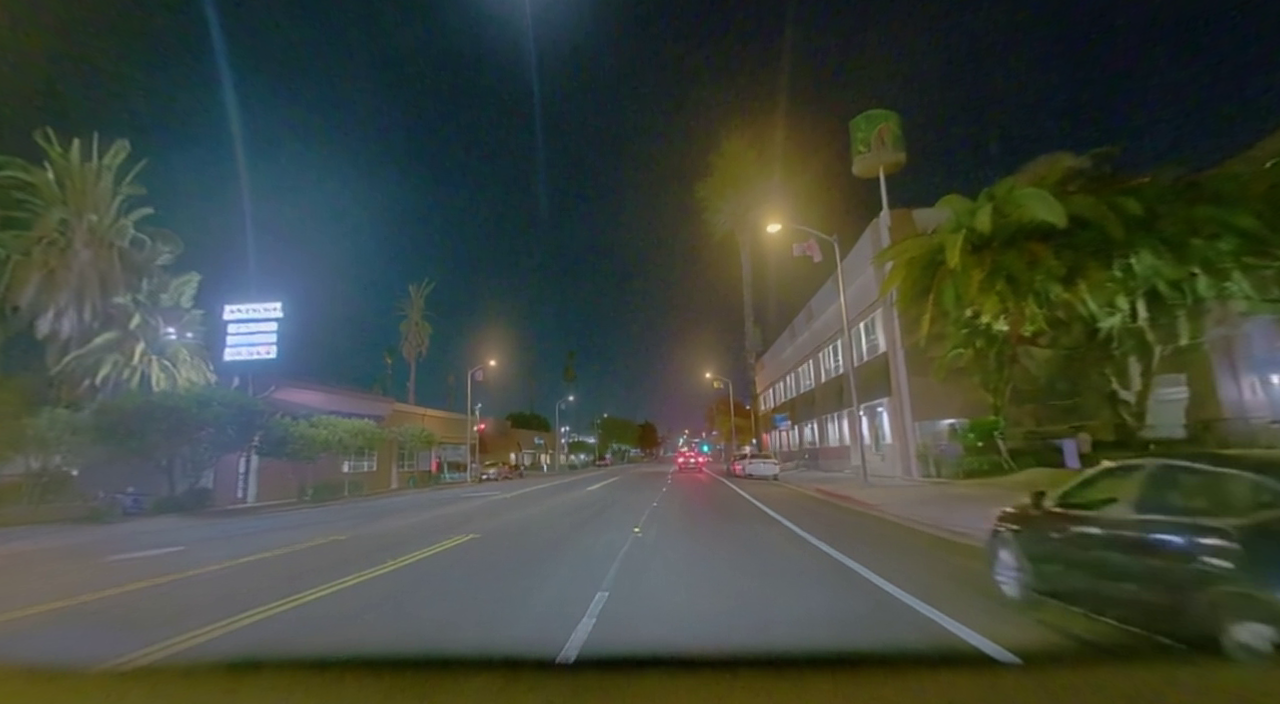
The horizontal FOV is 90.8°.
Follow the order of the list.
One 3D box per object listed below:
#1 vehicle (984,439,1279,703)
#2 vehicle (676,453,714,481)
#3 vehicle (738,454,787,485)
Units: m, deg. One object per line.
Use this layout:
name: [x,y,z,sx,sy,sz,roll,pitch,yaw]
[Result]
vehicle: [4.306,1.323,3.873,2.025,1.538,4.707,-1,-9,4]
vehicle: [3.191,6.637,36.659,2.067,1.477,4.653,-1,-9,5]
vehicle: [6.510,6.289,34.013,1.834,1.504,4.331,0,-9,1]
